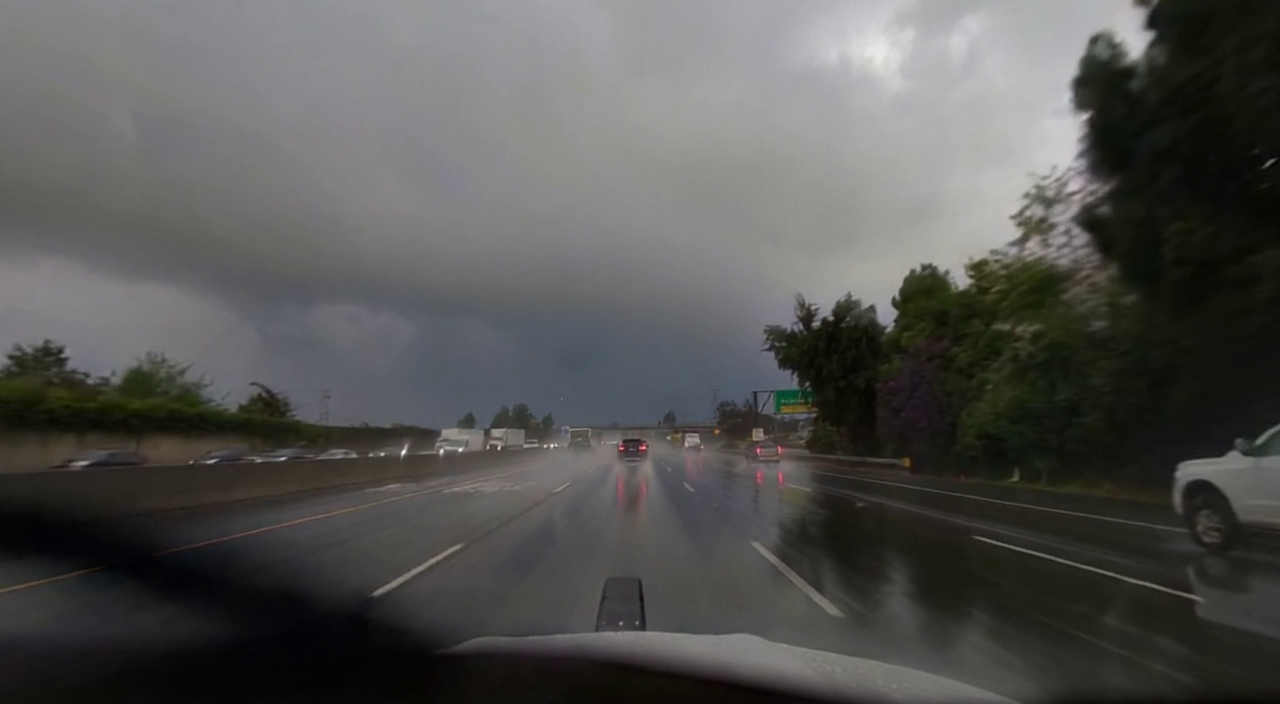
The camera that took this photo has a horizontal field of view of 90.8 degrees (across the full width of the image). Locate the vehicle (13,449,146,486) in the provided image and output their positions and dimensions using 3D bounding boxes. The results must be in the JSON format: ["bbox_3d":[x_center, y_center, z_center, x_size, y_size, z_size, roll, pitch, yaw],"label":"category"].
[{"bbox_3d":[-25.357,5.201,28.845,1.915,1.502,4.535,0,-9,-1],"label":"vehicle"}]

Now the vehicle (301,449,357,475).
[{"bbox_3d":[-17.667,6.232,36.015,1.469,1.355,3.317,0,-9,-1],"label":"vehicle"}]

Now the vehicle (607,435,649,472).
[{"bbox_3d":[-0.581,5.189,32.479,2.002,1.759,4.658,0,-9,0],"label":"vehicle"}]

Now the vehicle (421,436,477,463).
[{"bbox_3d":[-14.111,7.251,47.020,2.361,1.835,5.770,0,-9,0],"label":"vehicle"}]

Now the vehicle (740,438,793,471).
[{"bbox_3d":[6.903,5.651,35.039,1.944,1.666,4.184,0,-9,-2],"label":"vehicle"}]

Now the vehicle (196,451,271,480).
[{"bbox_3d":[-21.281,5.923,33.188,1.691,1.389,3.359,0,-9,0],"label":"vehicle"}]

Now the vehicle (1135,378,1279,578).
[{"bbox_3d":[7.368,1.136,5.515,2.077,1.955,4.817,0,-9,-1],"label":"vehicle"}]

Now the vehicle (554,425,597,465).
[{"bbox_3d":[-4.448,6.543,44.547,2.398,2.593,5.808,0,-9,0],"label":"vehicle"}]
